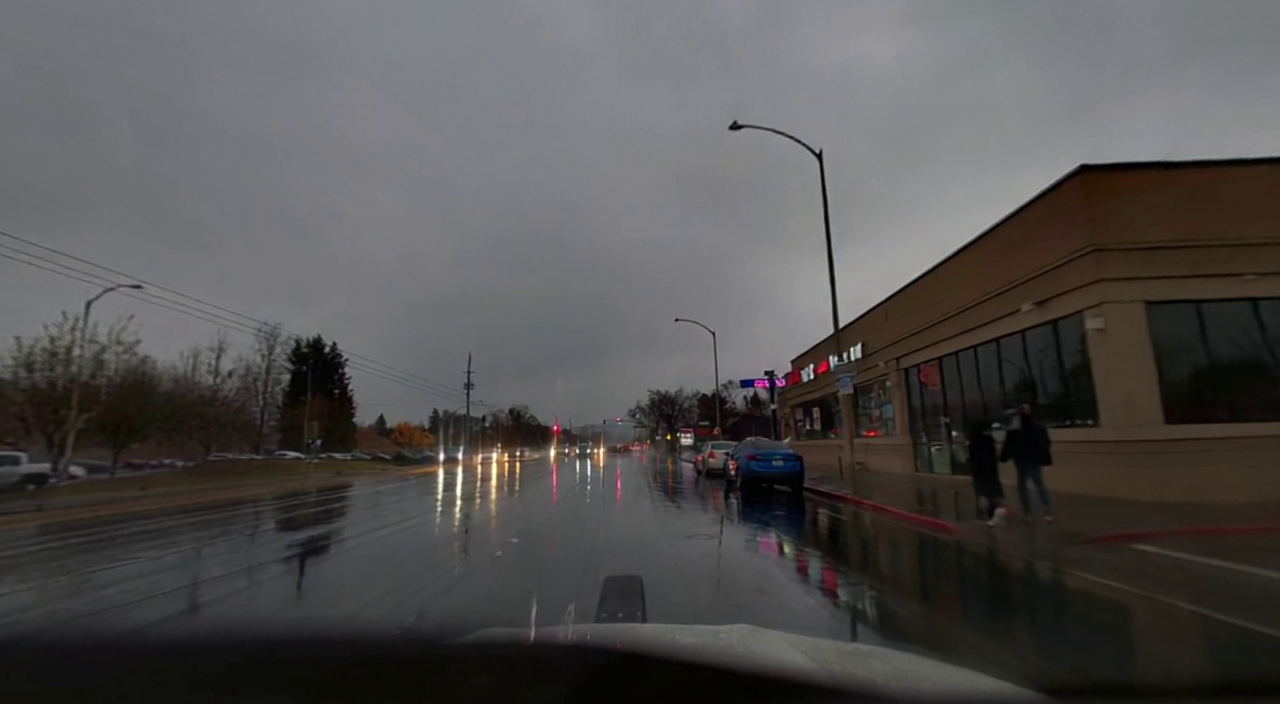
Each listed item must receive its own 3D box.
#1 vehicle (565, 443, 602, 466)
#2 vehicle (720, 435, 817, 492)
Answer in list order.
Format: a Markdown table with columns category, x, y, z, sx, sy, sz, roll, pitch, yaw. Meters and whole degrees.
| category | x | y | z | sx | sy | sz | roll | pitch | yaw |
| --- | --- | --- | --- | --- | --- | --- | --- | --- | --- |
| vehicle | -3.983 | 7.322 | 45.281 | 2.179 | 1.490 | 4.742 | 0 | -9 | 0 |
| vehicle | 3.749 | 3.371 | 19.384 | 1.922 | 1.507 | 4.824 | 0 | -9 | -1 |
